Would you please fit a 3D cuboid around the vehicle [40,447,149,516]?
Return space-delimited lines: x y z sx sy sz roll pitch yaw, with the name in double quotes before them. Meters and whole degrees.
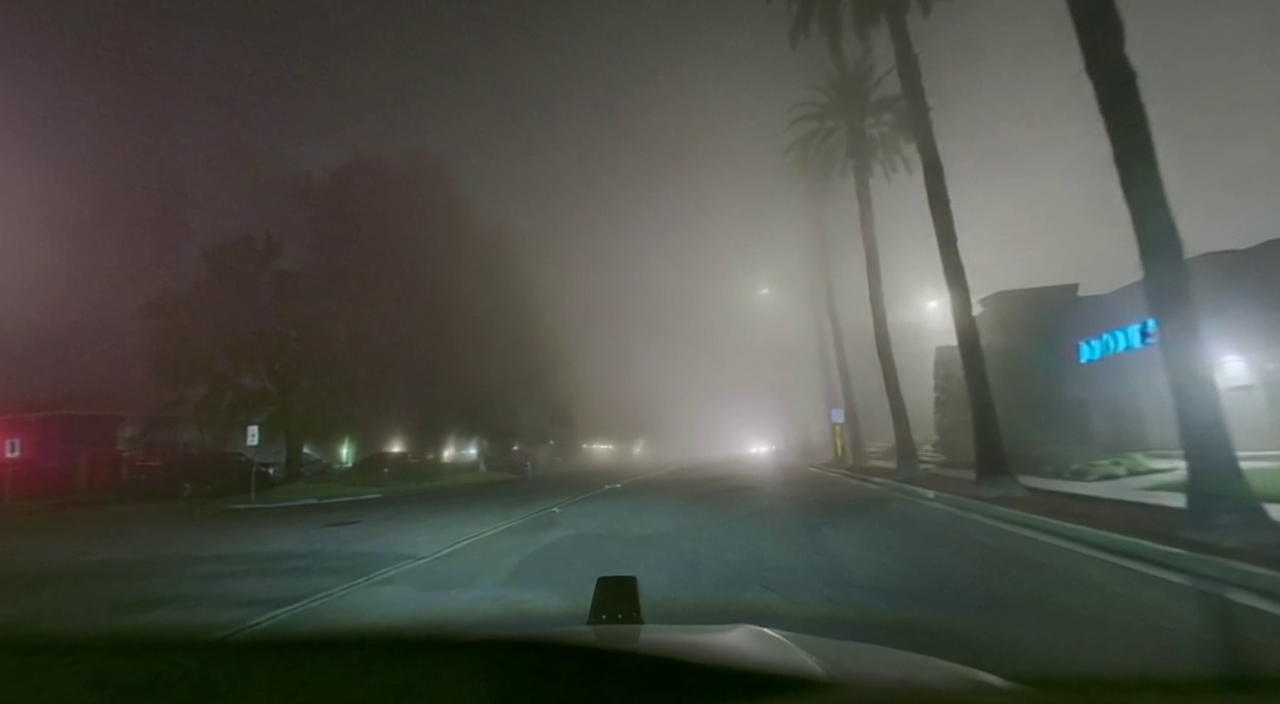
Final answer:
"vehicle" -16.971 3.930 19.868 2.174 1.863 4.651 7 -11 -38

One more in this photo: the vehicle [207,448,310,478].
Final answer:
"vehicle" -23.814 6.922 39.539 5.193 1.830 2.049 -1 -9 4

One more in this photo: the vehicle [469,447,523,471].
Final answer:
"vehicle" -11.019 8.204 48.422 3.635 1.521 1.726 3 -6 4
